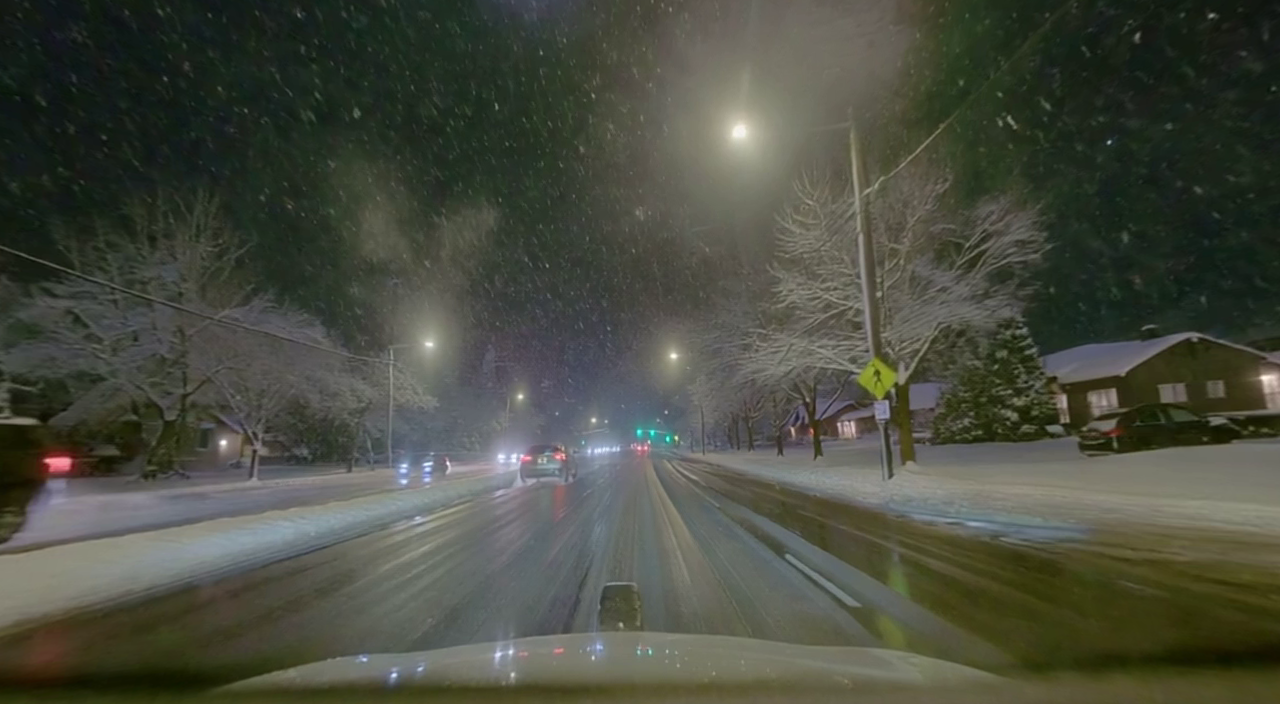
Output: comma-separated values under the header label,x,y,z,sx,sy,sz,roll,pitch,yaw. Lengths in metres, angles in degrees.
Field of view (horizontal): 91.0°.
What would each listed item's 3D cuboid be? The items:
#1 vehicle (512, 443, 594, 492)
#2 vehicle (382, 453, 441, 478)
label,x,y,z,sx,sy,sz,roll,pitch,yaw
vehicle,-2.886,3.980,22.004,2.106,1.517,4.375,-1,-9,2
vehicle,-14.920,7.407,41.425,1.948,1.492,4.536,-1,-9,3
